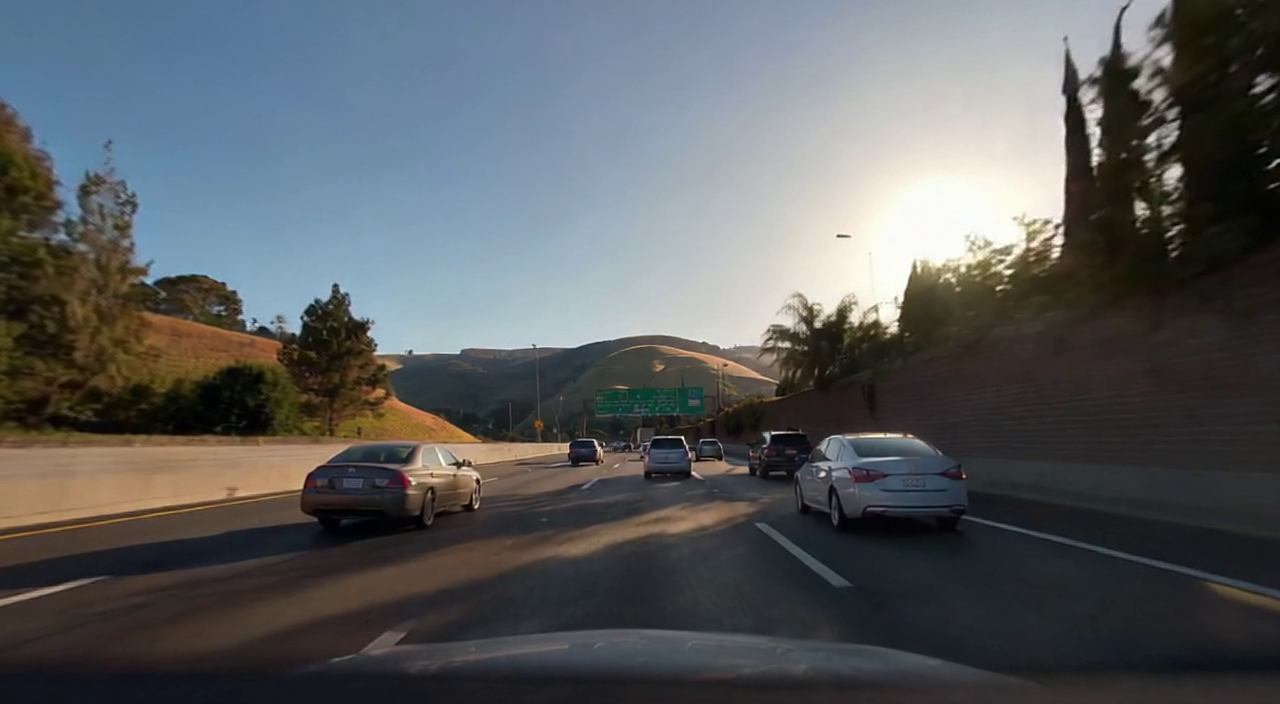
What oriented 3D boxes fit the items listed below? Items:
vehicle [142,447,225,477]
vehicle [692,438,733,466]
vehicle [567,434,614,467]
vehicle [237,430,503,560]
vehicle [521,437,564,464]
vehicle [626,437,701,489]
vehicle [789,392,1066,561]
[{"bbox_3d":[-28.941,6.949,40.160,1.840,1.725,4.605,0,-8,0],"label":"vehicle"},{"bbox_3d":[4.112,5.715,36.356,1.855,1.513,3.915,0,-8,0],"label":"vehicle"},{"bbox_3d":[-2.802,5.787,37.073,2.154,1.793,4.736,0,-8,3],"label":"vehicle"},{"bbox_3d":[-3.538,1.938,9.369,1.961,1.456,4.362,0,-8,1],"label":"vehicle"},{"bbox_3d":[-6.738,6.891,44.277,2.055,1.751,4.825,0,-8,2],"label":"vehicle"},{"bbox_3d":[0.686,3.422,19.807,2.105,1.471,3.978,0,-8,0],"label":"vehicle"},{"bbox_3d":[3.656,1.662,9.105,1.930,1.831,4.344,0,-8,0],"label":"vehicle"}]
